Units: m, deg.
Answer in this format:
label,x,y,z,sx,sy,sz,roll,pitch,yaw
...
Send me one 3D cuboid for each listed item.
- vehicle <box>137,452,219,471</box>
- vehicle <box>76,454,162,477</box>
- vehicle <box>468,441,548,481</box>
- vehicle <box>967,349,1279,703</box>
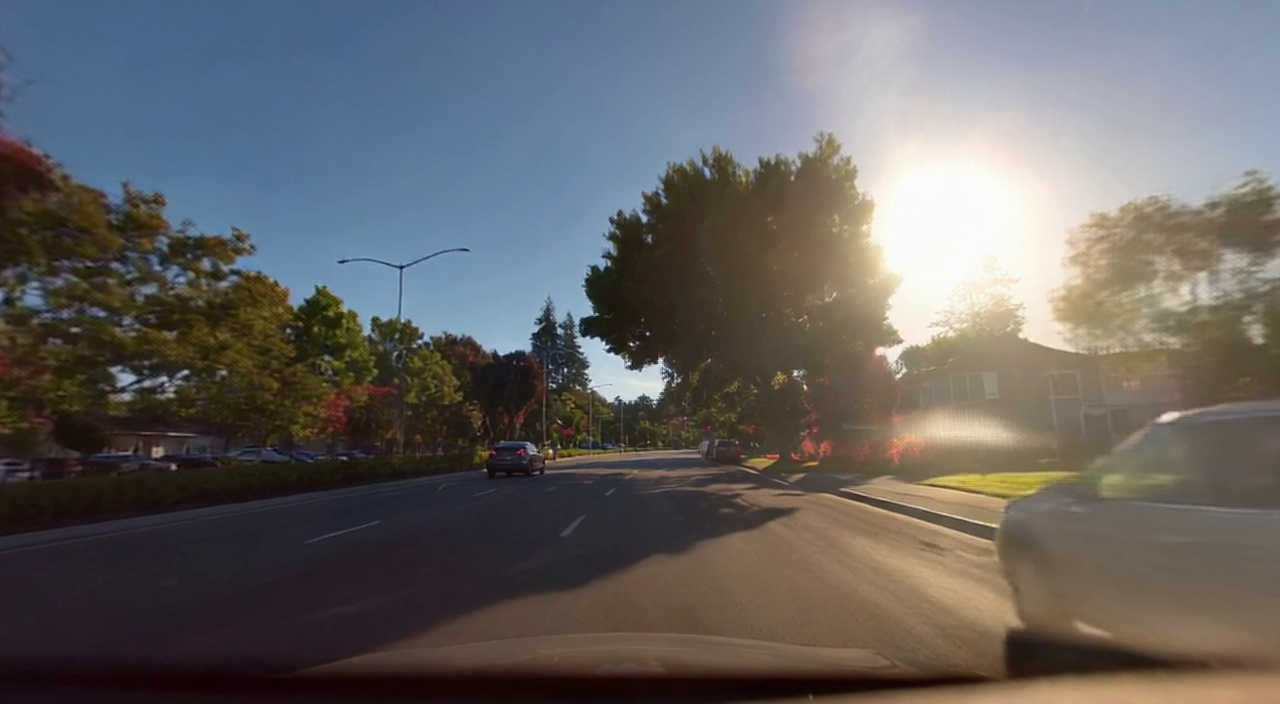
label,x,y,z,sx,sy,sz,roll,pitch,yaw
vehicle,-35.731,8.491,48.817,4.690,1.435,1.908,2,-10,-8
vehicle,-34.553,7.503,41.885,3.856,1.439,1.884,2,-9,-13
vehicle,-5.186,4.343,25.445,2.060,1.473,4.645,0,-8,2
vehicle,3.659,0.864,2.704,2.064,1.697,4.718,0,-8,1
